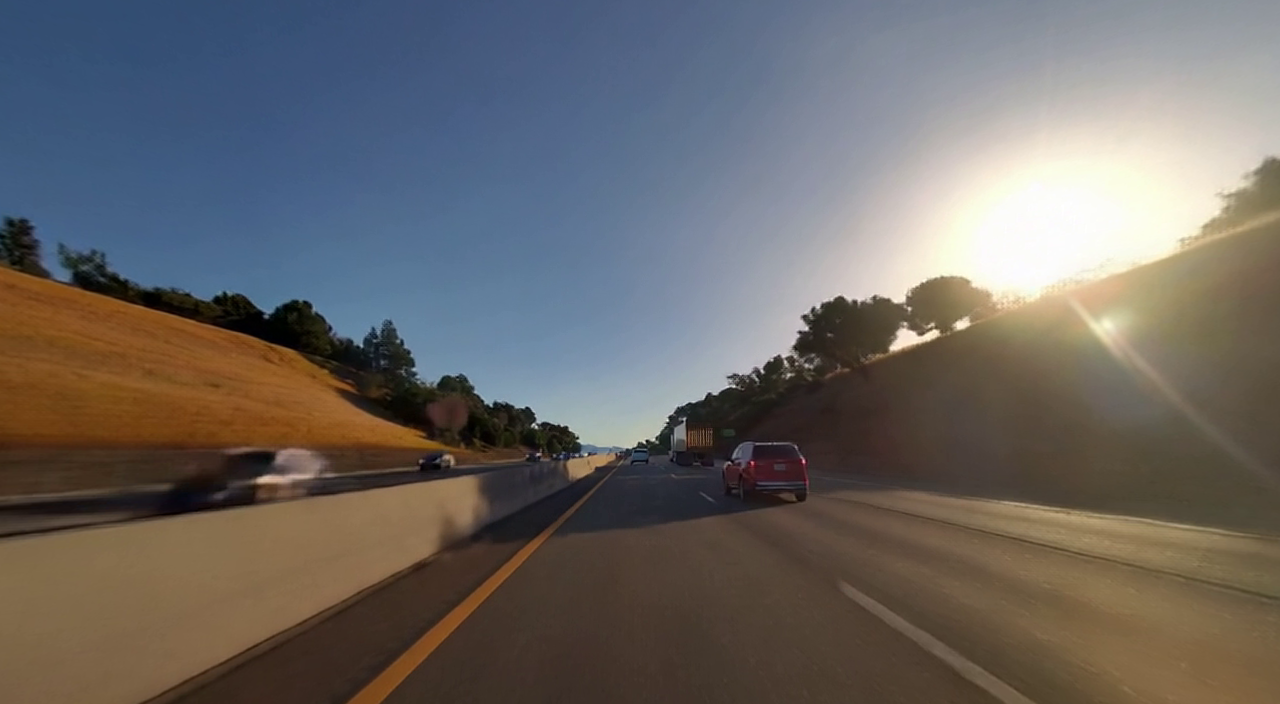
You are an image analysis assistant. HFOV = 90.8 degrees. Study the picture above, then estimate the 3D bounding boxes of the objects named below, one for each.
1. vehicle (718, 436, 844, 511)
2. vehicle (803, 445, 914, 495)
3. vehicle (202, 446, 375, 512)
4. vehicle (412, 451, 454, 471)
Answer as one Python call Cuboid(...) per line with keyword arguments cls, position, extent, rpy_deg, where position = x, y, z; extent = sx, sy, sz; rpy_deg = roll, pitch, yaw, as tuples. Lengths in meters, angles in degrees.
Cuboid(cls="vehicle", position=(3.452, 3.090, 16.481), extent=(2.130, 1.658, 4.537), rpy_deg=(0, -9, -2))
Cuboid(cls="vehicle", position=(7.162, 3.907, 21.283), extent=(2.024, 1.471, 4.618), rpy_deg=(0, -9, -1))
Cuboid(cls="vehicle", position=(-8.917, 3.228, 16.588), extent=(1.930, 1.468, 4.495), rpy_deg=(0, -9, 0))
Cuboid(cls="vehicle", position=(-15.594, 8.217, 47.721), extent=(1.856, 1.488, 4.033), rpy_deg=(0, -9, -1))
